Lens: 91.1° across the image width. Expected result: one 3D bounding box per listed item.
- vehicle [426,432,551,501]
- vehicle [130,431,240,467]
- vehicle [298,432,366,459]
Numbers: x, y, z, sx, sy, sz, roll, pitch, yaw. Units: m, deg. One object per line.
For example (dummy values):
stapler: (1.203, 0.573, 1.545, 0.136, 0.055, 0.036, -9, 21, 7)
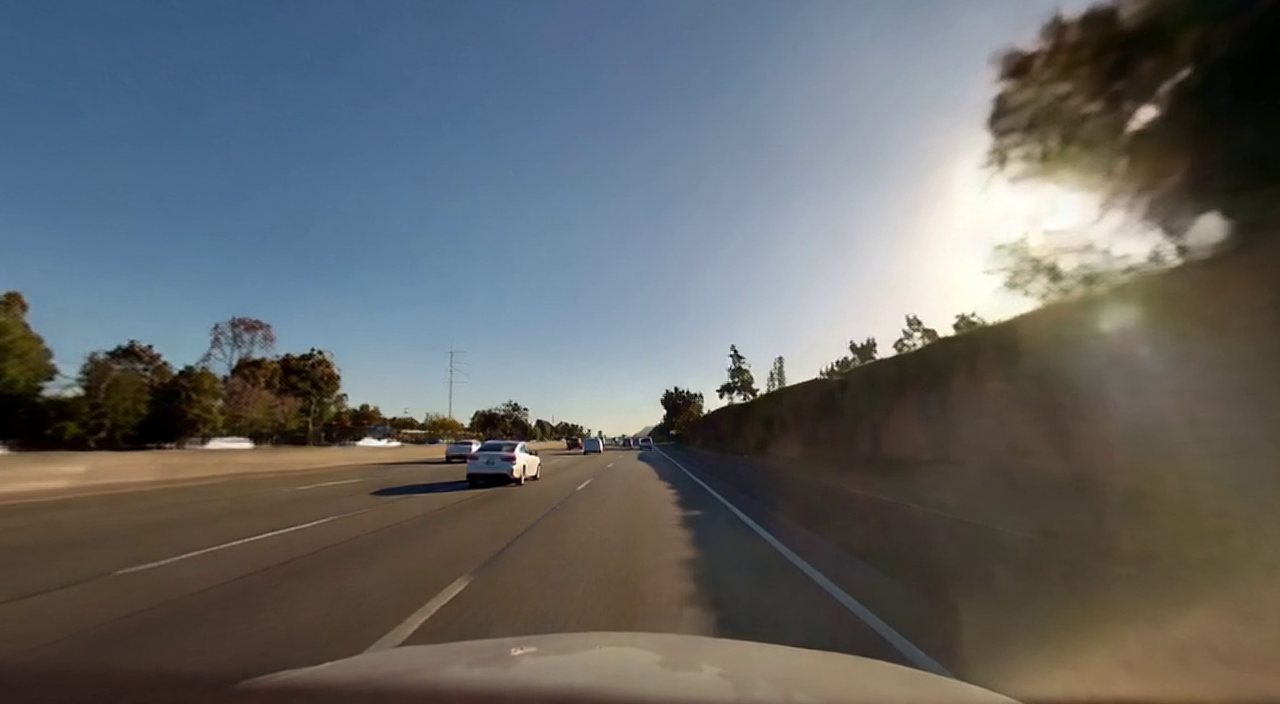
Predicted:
vehicle: (-3.694, 2.865, 16.318, 1.945, 1.484, 4.803, -1, -8, 1)
vehicle: (-24.518, 5.220, 34.134, 2.109, 1.752, 5.160, -1, -8, 1)
vehicle: (-21.006, 6.379, 43.100, 2.089, 1.701, 5.106, -1, -8, 0)
